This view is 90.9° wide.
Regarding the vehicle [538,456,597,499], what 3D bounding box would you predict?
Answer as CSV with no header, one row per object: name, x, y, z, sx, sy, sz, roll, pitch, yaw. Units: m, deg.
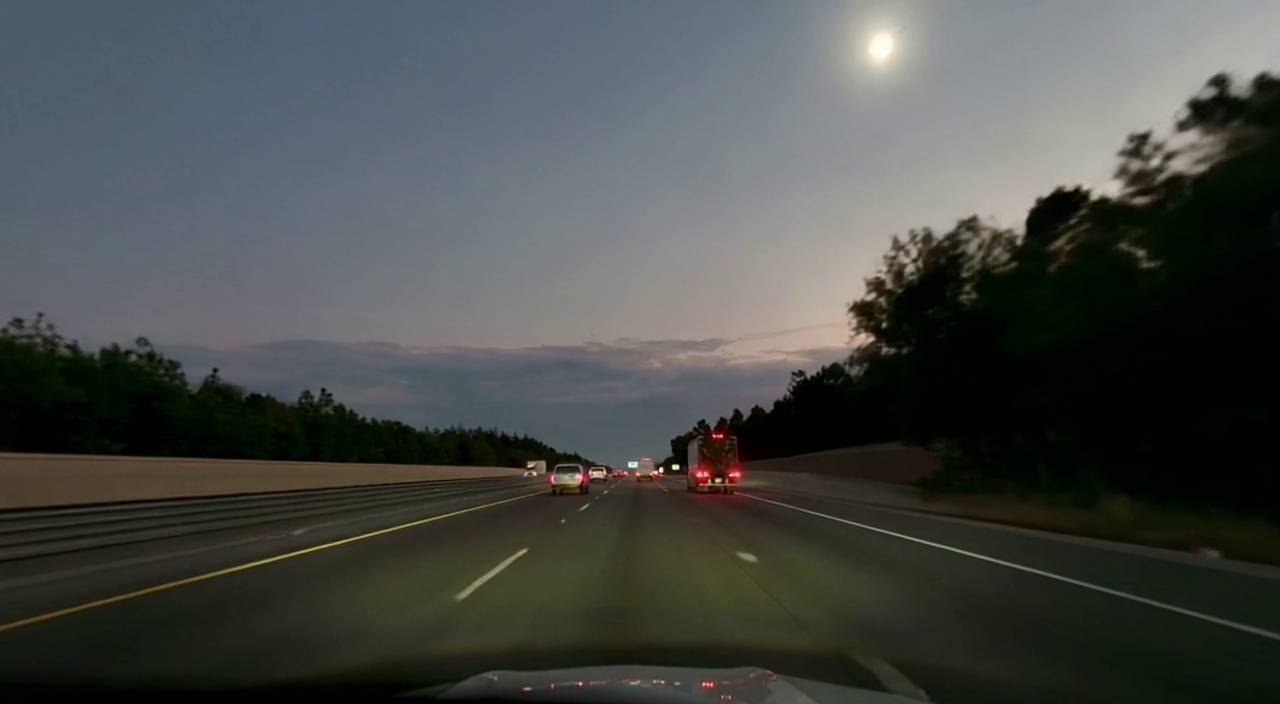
vehicle,-3.310,5.906,29.821,2.204,1.852,4.661,1,-11,0

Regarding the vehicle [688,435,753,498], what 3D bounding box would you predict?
vehicle,4.072,5.976,32.876,2.703,2.988,5.097,1,-11,0
